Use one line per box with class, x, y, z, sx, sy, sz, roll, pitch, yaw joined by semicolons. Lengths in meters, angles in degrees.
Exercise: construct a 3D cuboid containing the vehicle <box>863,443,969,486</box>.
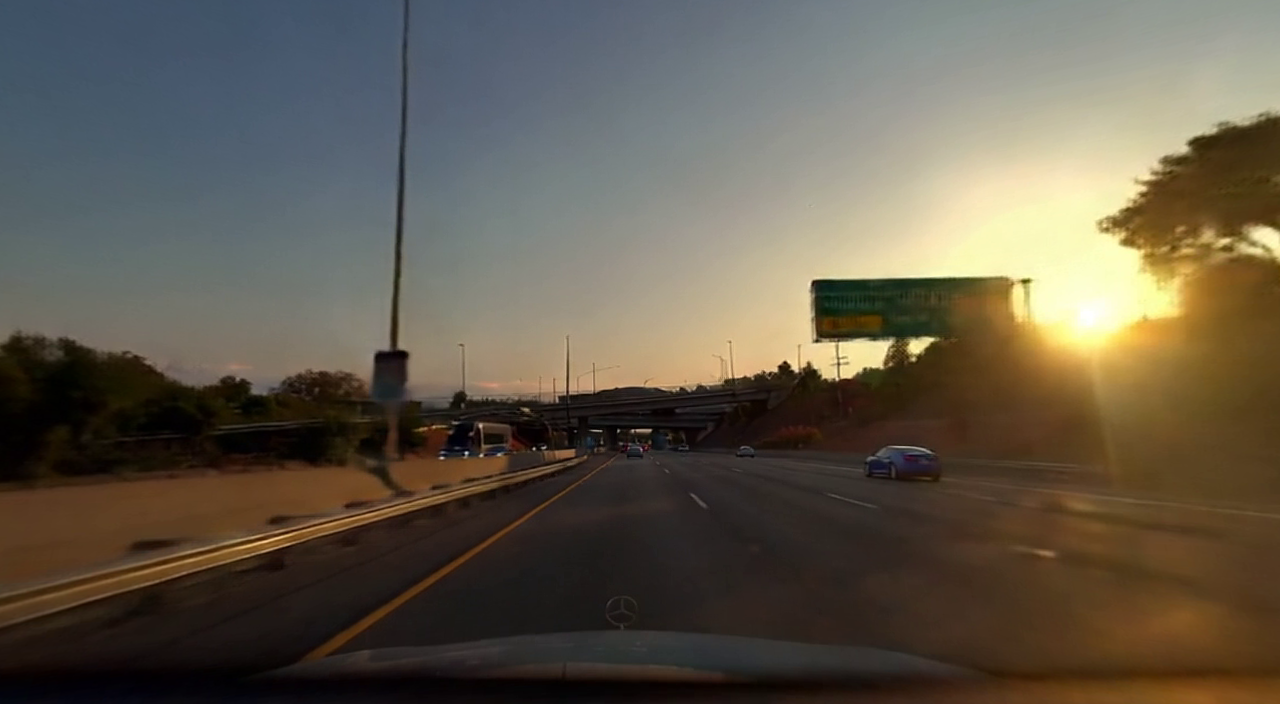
vehicle;10.679;4.350;24.867;2.024;1.481;4.747;1;-8;0
